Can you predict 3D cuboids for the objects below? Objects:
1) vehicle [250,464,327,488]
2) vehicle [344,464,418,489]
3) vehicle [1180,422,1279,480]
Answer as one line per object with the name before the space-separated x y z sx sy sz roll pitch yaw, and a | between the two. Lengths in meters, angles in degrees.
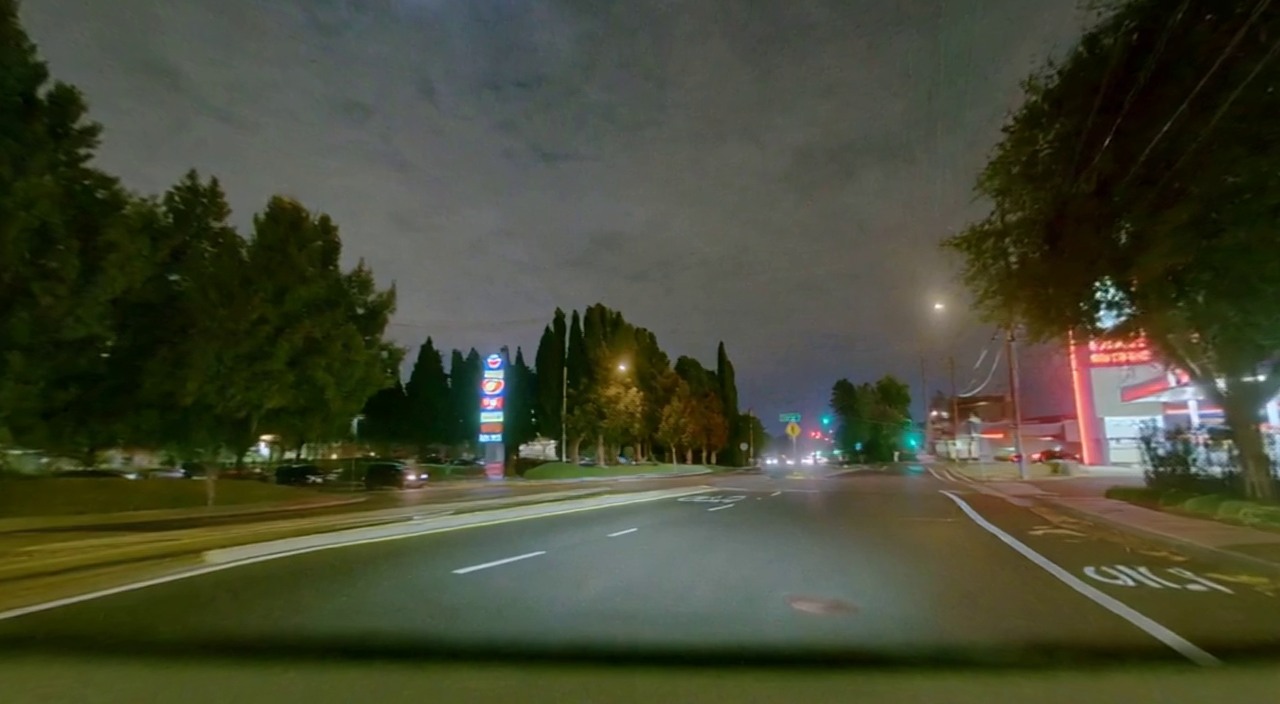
vehicle | -25.220 8.869 45.328 4.538 1.545 2.021 -2 -9 13
vehicle | -17.587 8.414 42.888 4.353 1.486 1.991 -3 -9 19
vehicle | 33.065 5.536 35.330 2.642 2.930 5.826 -4 -10 25
